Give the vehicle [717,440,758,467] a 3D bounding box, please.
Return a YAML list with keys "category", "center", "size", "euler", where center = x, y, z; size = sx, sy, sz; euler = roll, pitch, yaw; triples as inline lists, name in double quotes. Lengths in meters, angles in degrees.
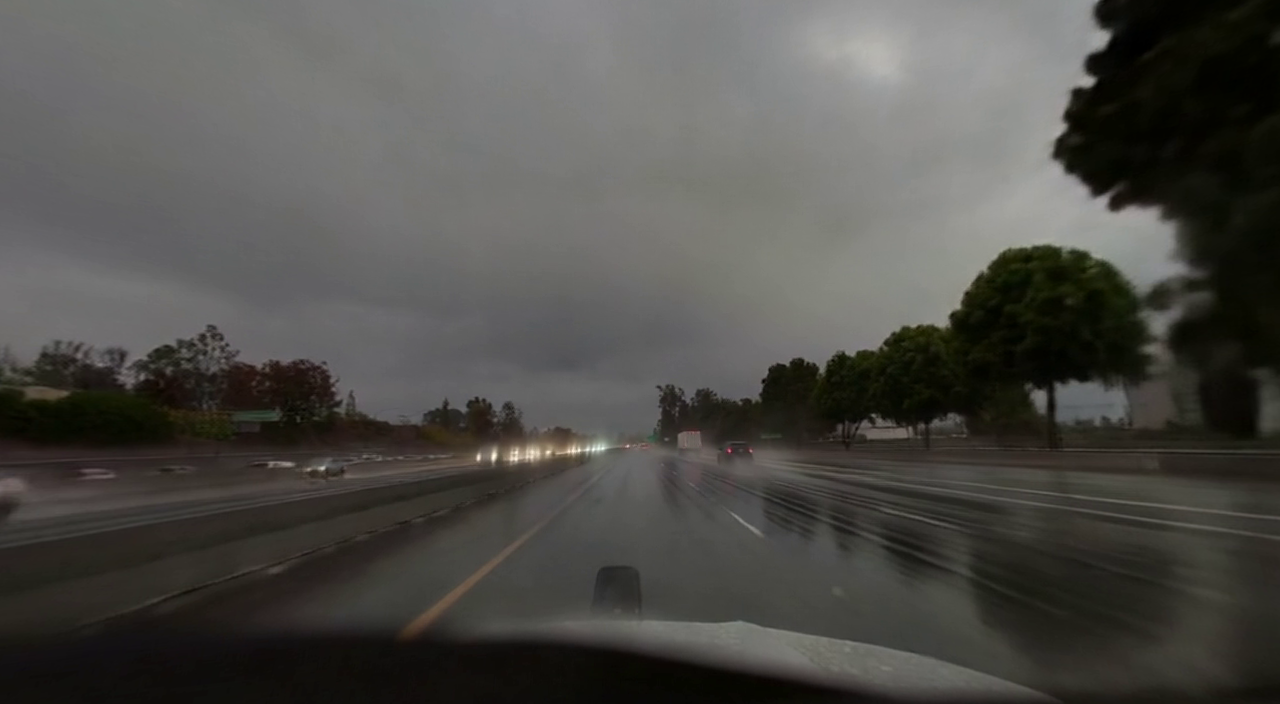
- category: "vehicle"
  center: [6.556, 6.899, 42.995]
  size: [2.030, 1.706, 4.279]
  euler: [0, -9, -1]
